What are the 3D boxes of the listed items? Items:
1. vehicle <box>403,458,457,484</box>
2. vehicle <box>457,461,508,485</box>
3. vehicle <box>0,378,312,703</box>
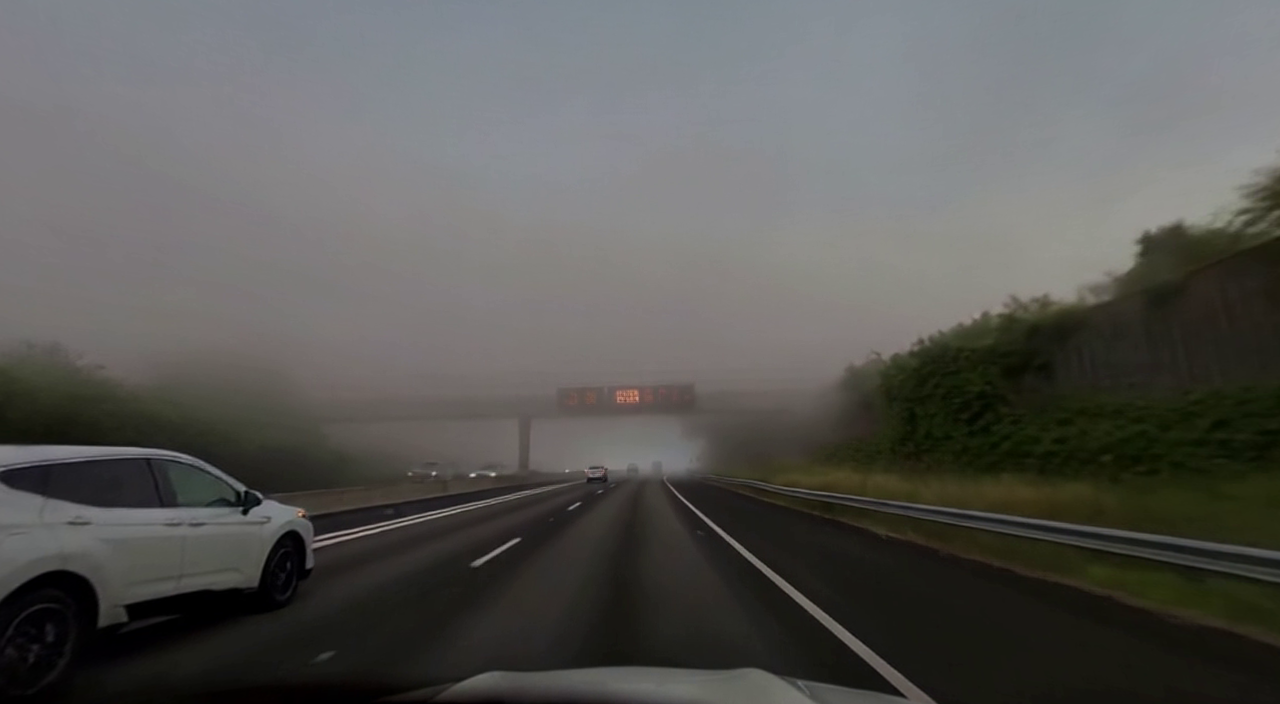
[{"bbox_3d":[-15.086,8.587,45.546,2.022,1.687,4.737,1,-11,3],"label":"vehicle"},{"bbox_3d":[-10.397,8.041,41.843,2.082,1.462,4.201,1,-11,3],"label":"vehicle"},{"bbox_3d":[-4.125,1.040,3.393,2.141,1.697,4.641,1,-11,0],"label":"vehicle"}]
